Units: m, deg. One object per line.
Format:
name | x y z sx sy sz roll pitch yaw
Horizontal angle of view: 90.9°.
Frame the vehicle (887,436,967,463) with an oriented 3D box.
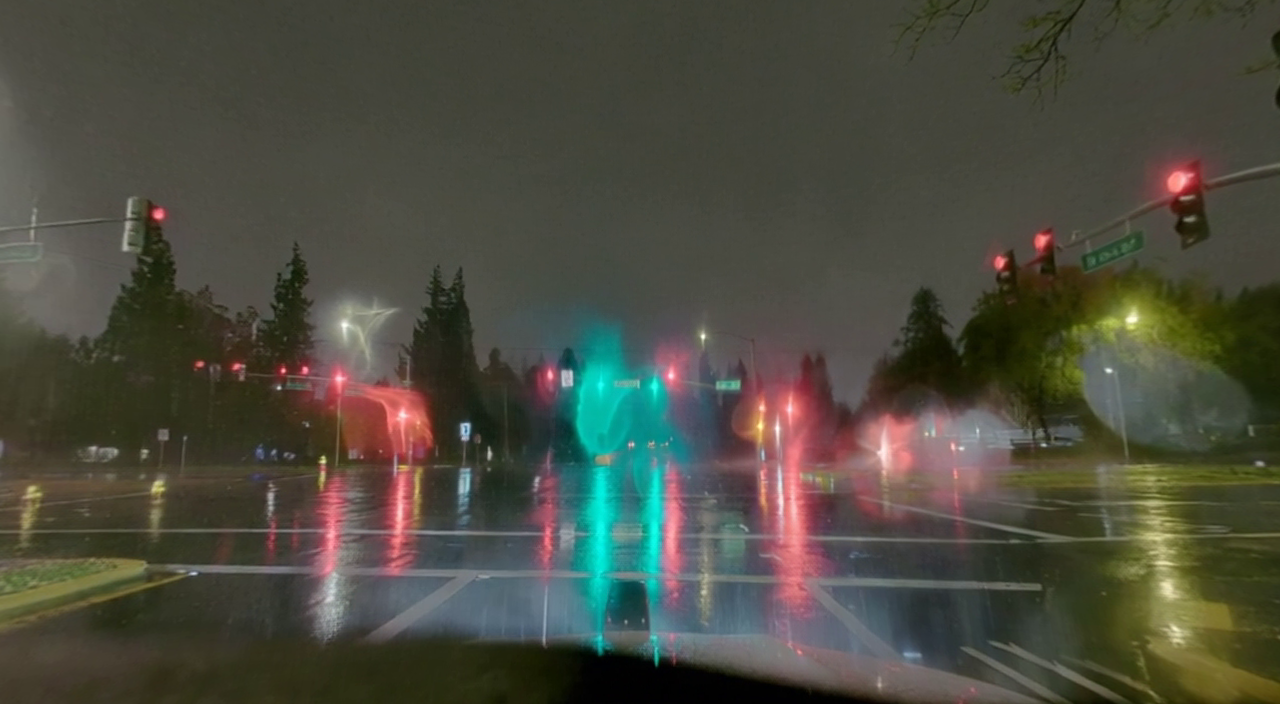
vehicle | 16.112 5.510 35.584 3.952 1.468 1.768 -4 -9 22
